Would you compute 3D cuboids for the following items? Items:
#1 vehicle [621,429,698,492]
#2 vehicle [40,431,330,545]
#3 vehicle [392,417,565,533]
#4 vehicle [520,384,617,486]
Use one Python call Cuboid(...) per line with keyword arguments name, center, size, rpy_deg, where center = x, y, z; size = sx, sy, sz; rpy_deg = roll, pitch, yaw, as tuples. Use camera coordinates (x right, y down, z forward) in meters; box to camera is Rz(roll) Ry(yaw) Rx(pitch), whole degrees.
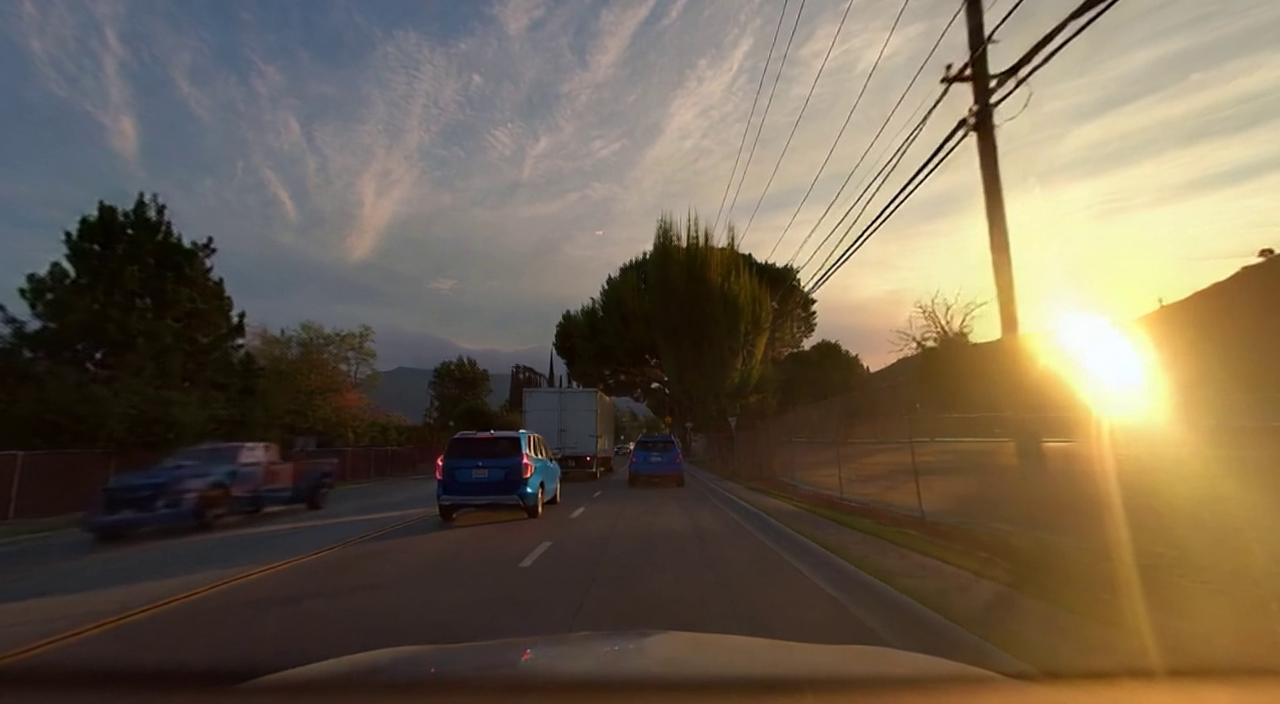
Cuboid(name="vehicle", center=(0.589, 3.359, 19.828), size=(2.174, 1.749, 4.113), rpy_deg=(0, -9, 1))
Cuboid(name="vehicle", center=(-8.642, 2.591, 12.800), size=(2.089, 1.825, 5.025), rpy_deg=(0, -9, 0))
Cuboid(name="vehicle", center=(-2.847, 2.307, 12.362), size=(2.093, 1.832, 4.508), rpy_deg=(0, -9, 1))
Cuboid(name="vehicle", center=(-2.751, 3.794, 28.133), size=(2.928, 3.658, 10.953), rpy_deg=(0, -9, 1))
